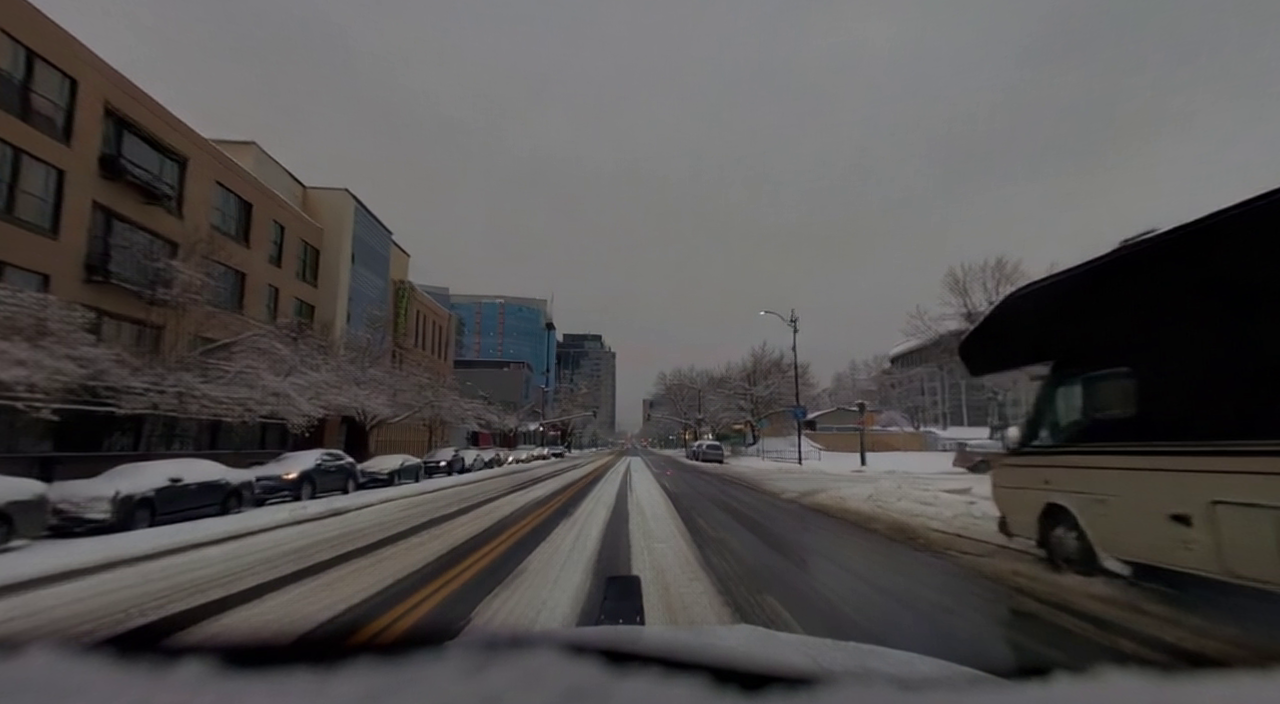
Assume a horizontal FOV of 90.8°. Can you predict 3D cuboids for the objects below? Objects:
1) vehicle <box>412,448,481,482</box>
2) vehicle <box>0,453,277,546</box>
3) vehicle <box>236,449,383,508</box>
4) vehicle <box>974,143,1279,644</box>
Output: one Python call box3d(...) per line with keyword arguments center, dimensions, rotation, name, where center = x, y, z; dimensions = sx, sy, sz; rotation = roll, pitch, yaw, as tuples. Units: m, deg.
box3d(center=(-10.136, 5.933, 33.575), dimensions=(1.995, 1.564, 5.321), rotation=(0, -8, 0), name="vehicle")
box3d(center=(-10.021, 2.899, 13.189), dimensions=(1.959, 1.451, 4.990), rotation=(0, -8, -1), name="vehicle")
box3d(center=(-10.024, 3.827, 19.703), dimensions=(1.918, 1.535, 4.834), rotation=(-1, -8, 1), name="vehicle")
box3d(center=(6.078, 0.106, 3.189), dimensions=(3.102, 3.473, 9.734), rotation=(0, -8, -2), name="vehicle")
